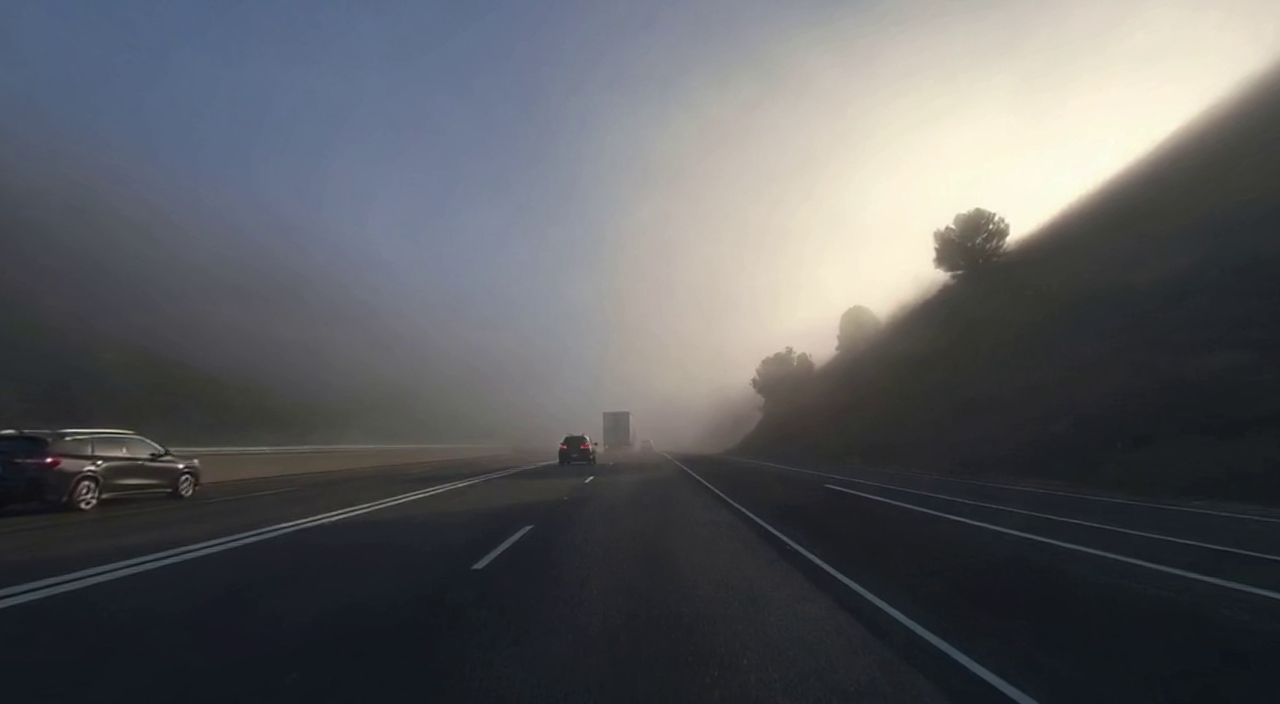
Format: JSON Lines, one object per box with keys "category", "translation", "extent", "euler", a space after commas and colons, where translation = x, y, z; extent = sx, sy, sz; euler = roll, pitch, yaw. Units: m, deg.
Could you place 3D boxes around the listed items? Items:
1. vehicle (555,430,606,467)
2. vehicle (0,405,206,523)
{"category": "vehicle", "translation": [-2.913, 4.824, 31.477], "extent": [2.099, 1.734, 4.413], "euler": [0, -8, 0]}
{"category": "vehicle", "translation": [-11.005, 1.993, 11.500], "extent": [2.130, 1.828, 5.523], "euler": [0, -8, 0]}
